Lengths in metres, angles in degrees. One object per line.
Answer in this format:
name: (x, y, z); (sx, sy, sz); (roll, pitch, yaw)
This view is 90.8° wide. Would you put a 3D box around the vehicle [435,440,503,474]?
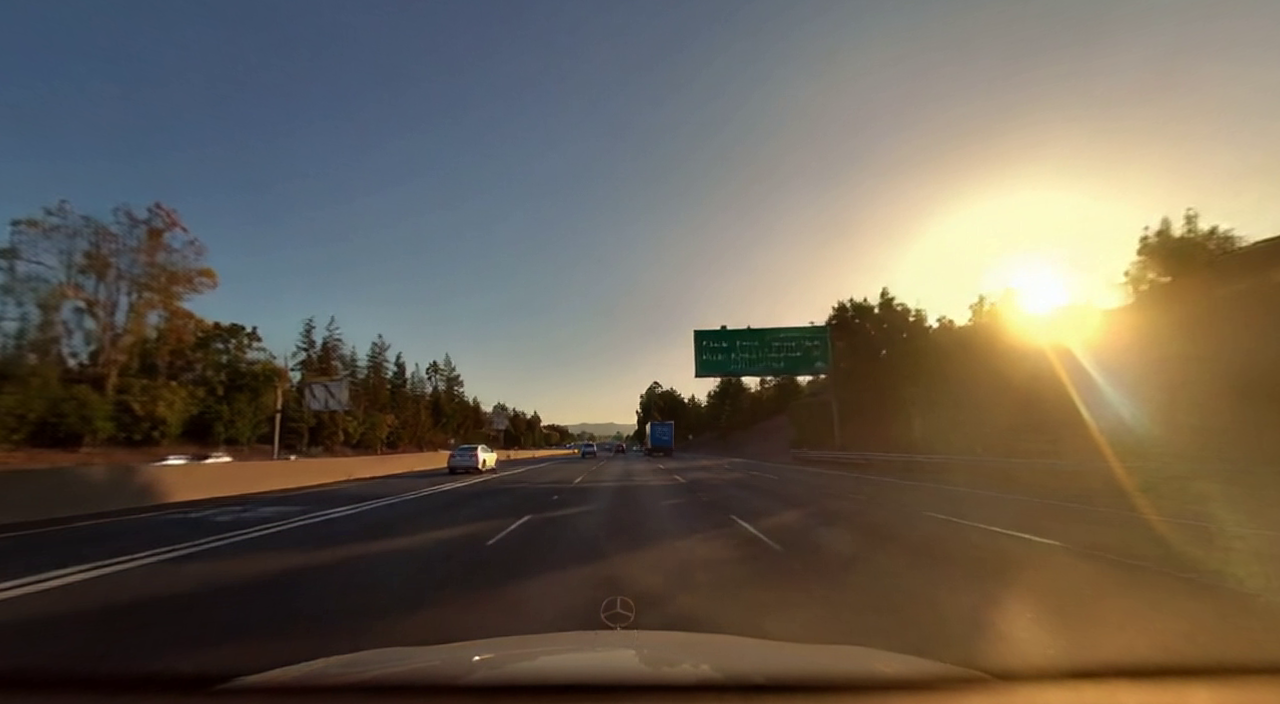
vehicle: (-8.031, 4.983, 30.145); (2.033, 1.494, 4.508); (0, -8, 0)
